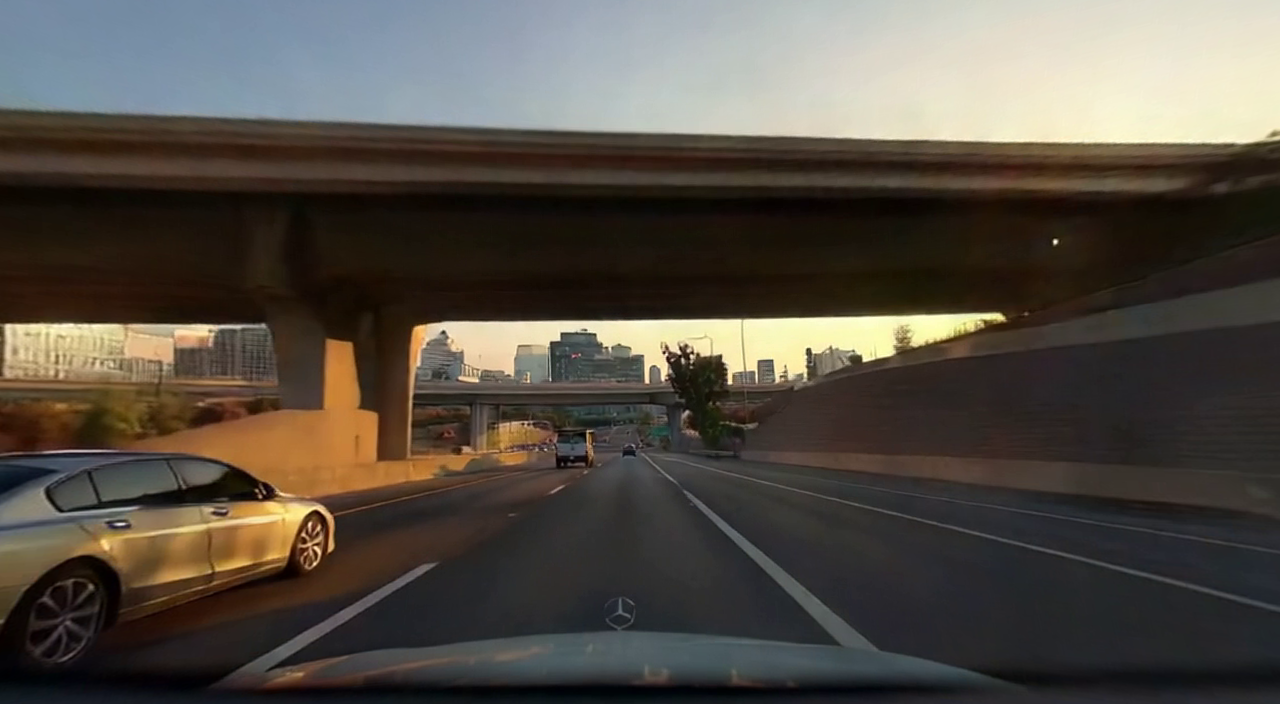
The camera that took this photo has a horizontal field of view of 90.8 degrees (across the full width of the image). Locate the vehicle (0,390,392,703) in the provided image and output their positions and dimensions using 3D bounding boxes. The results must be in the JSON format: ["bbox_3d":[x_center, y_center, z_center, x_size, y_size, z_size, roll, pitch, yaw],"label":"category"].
[{"bbox_3d":[-3.901,1.277,4.965,2.025,1.556,4.594,0,-9,0],"label":"vehicle"}]

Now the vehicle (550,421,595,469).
[{"bbox_3d":[-4.359,6.219,42.144,2.364,2.953,6.732,0,-9,-1],"label":"vehicle"}]
